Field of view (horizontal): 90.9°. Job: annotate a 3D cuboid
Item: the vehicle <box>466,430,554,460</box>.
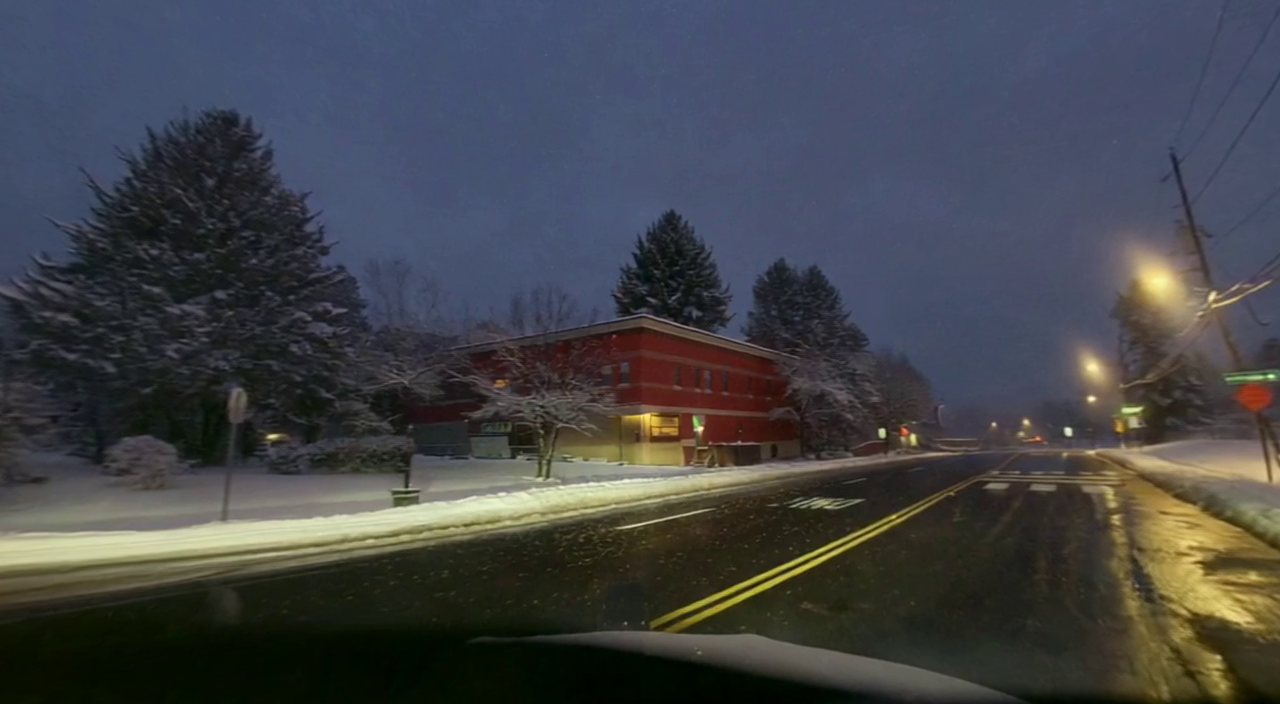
[{"bbox_3d":[-7.939,5.629,38.299,5.035,1.666,2.449,-6,-9,36],"label":"vehicle"}]
